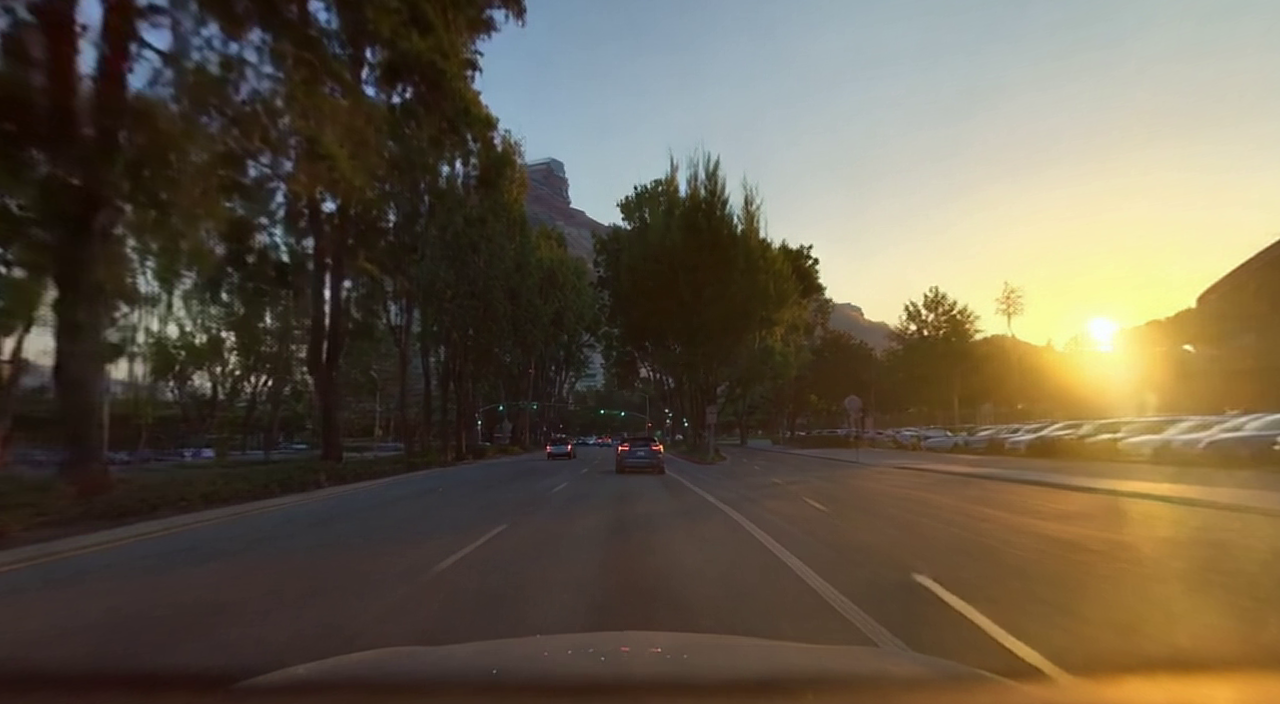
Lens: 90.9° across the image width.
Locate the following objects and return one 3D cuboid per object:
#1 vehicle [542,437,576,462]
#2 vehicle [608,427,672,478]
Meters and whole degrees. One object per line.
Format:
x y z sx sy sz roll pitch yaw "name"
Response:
-5.348 6.480 41.981 1.950 1.563 3.727 0 -8 -2 "vehicle"
-0.067 3.673 23.128 2.135 1.691 3.884 0 -8 -2 "vehicle"
